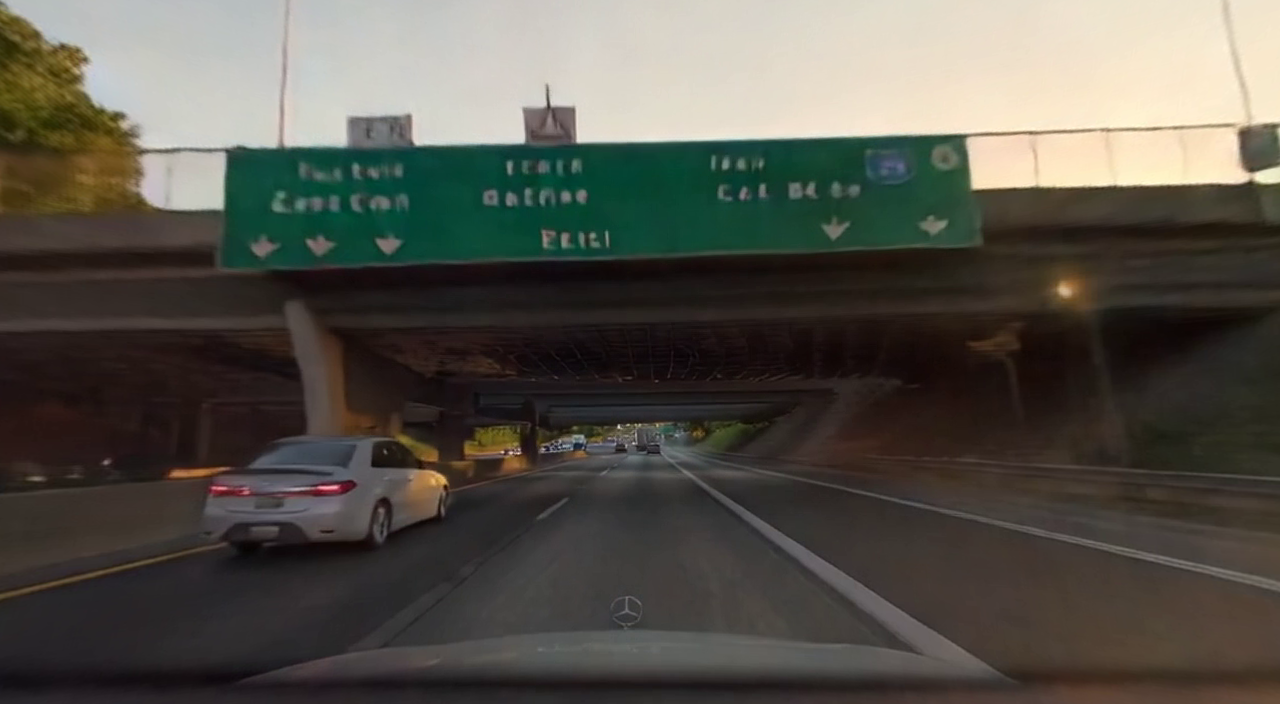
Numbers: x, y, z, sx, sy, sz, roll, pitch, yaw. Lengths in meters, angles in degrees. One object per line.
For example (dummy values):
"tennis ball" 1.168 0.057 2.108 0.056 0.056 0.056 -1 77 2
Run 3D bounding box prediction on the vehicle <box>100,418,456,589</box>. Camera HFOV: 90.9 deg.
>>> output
"vehicle" -3.938 1.710 7.892 1.936 1.545 4.116 0 -9 1
